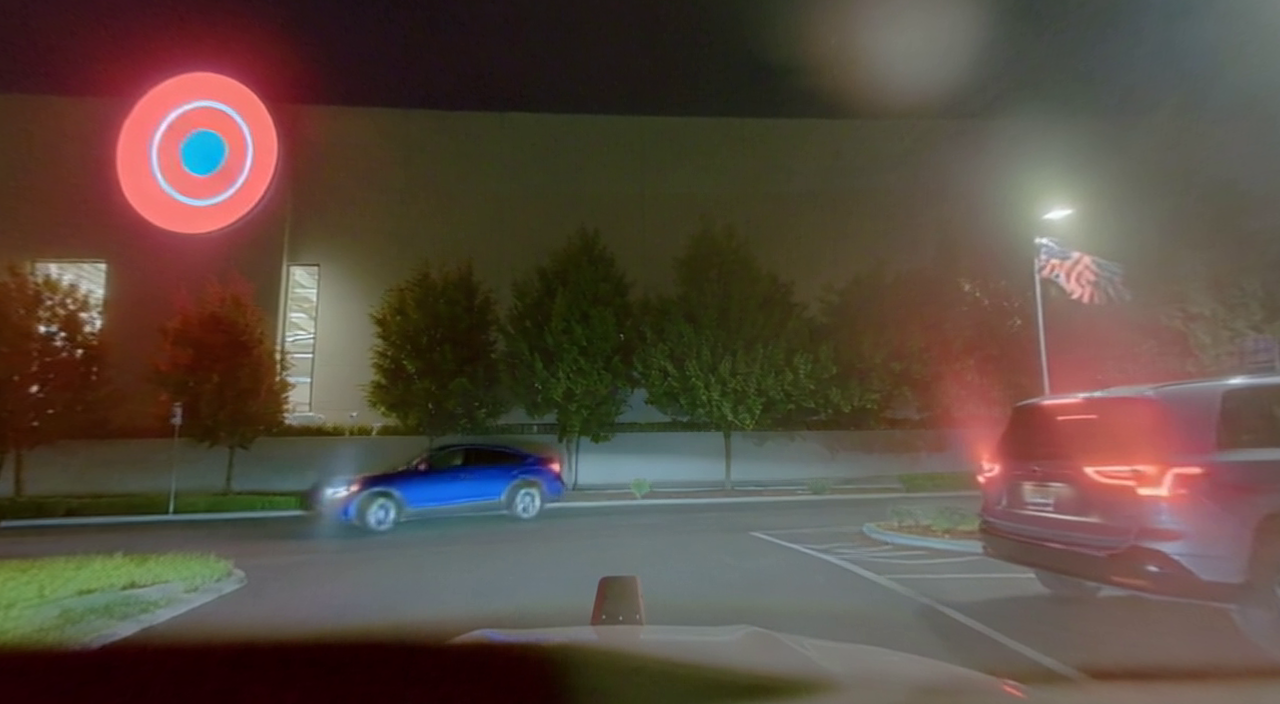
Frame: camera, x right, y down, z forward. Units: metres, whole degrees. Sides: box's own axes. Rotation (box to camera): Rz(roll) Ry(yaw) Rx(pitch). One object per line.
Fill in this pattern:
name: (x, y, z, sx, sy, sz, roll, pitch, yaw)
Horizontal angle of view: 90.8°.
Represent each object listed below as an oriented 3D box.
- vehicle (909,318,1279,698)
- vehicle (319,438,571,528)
vehicle: (5.003, 0.981, 4.686, 4.864, 1.916, 2.413, 1, -9, -5)
vehicle: (-4.050, 2.835, 14.034, 4.957, 1.788, 2.092, 1, -9, -6)
